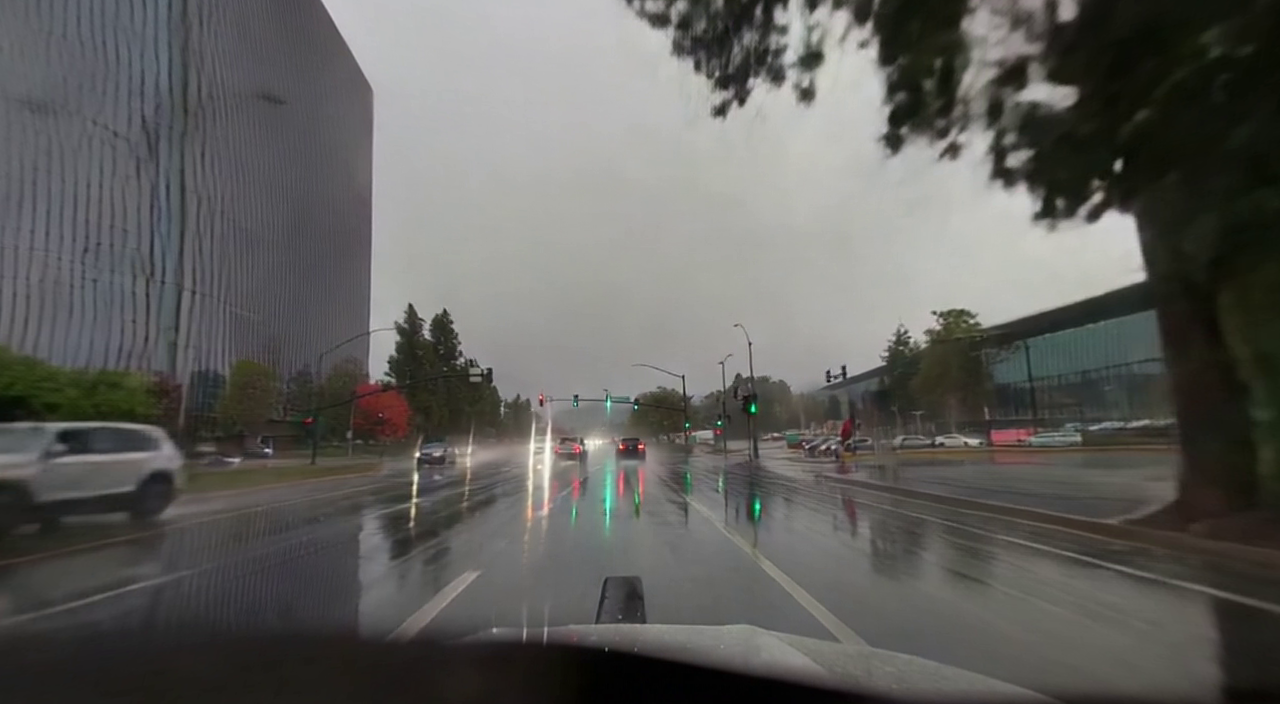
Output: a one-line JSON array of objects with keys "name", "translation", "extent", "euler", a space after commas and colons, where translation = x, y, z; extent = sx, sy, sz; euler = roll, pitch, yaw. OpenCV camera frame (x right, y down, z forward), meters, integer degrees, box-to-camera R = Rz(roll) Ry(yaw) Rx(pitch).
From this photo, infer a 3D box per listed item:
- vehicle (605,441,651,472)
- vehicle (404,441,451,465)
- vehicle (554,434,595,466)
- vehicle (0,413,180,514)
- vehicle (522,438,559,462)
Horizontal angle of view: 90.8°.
[{"name": "vehicle", "translation": [-0.612, 4.971, 30.290], "extent": [2.050, 1.385, 4.096], "euler": [0, -8, -2]}, {"name": "vehicle", "translation": [-15.676, 7.454, 46.833], "extent": [1.890, 1.638, 4.462], "euler": [0, -8, 0]}, {"name": "vehicle", "translation": [-3.912, 5.964, 38.485], "extent": [2.001, 1.784, 4.483], "euler": [0, -8, 0]}, {"name": "vehicle", "translation": [-14.998, 2.621, 15.081], "extent": [2.680, 2.131, 6.995], "euler": [0, -8, 1]}, {"name": "vehicle", "translation": [-7.055, 6.994, 45.186], "extent": [1.937, 1.659, 4.259], "euler": [0, -8, 1]}]
